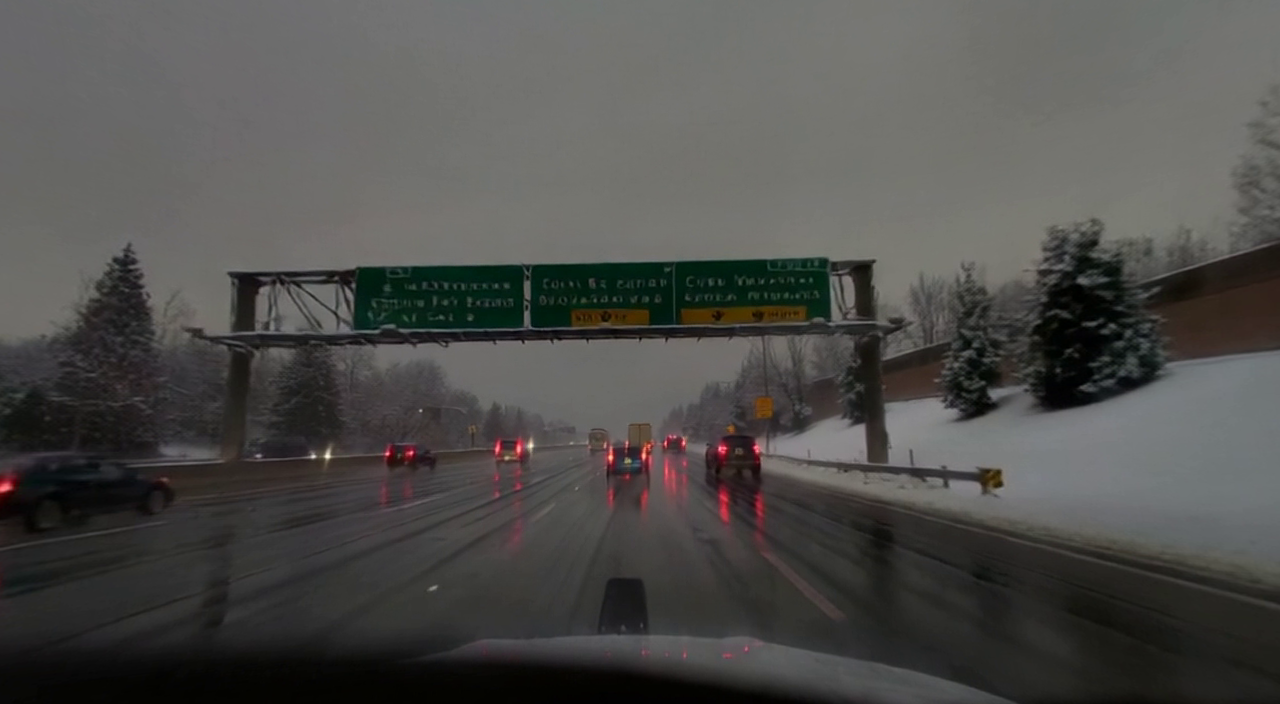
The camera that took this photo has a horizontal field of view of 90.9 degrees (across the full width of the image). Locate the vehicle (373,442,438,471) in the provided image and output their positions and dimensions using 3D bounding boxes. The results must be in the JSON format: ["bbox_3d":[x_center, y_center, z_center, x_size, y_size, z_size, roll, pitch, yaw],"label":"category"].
[{"bbox_3d":[-14.271,6.377,38.750,2.055,1.628,4.898,0,-8,1],"label":"vehicle"}]

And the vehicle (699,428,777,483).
[{"bbox_3d":[3.383,3.680,22.669,2.001,1.771,4.250,0,-8,-1],"label":"vehicle"}]

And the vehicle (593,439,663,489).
[{"bbox_3d":[-0.334,3.635,20.760,2.042,1.446,4.269,0,-8,0],"label":"vehicle"}]

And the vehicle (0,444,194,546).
[{"bbox_3d":[-10.554,2.429,11.310,1.961,1.510,4.260,0,-8,0],"label":"vehicle"}]

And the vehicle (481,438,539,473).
[{"bbox_3d":[-6.726,5.397,33.084,2.060,1.669,4.242,0,-8,1],"label":"vehicle"}]
